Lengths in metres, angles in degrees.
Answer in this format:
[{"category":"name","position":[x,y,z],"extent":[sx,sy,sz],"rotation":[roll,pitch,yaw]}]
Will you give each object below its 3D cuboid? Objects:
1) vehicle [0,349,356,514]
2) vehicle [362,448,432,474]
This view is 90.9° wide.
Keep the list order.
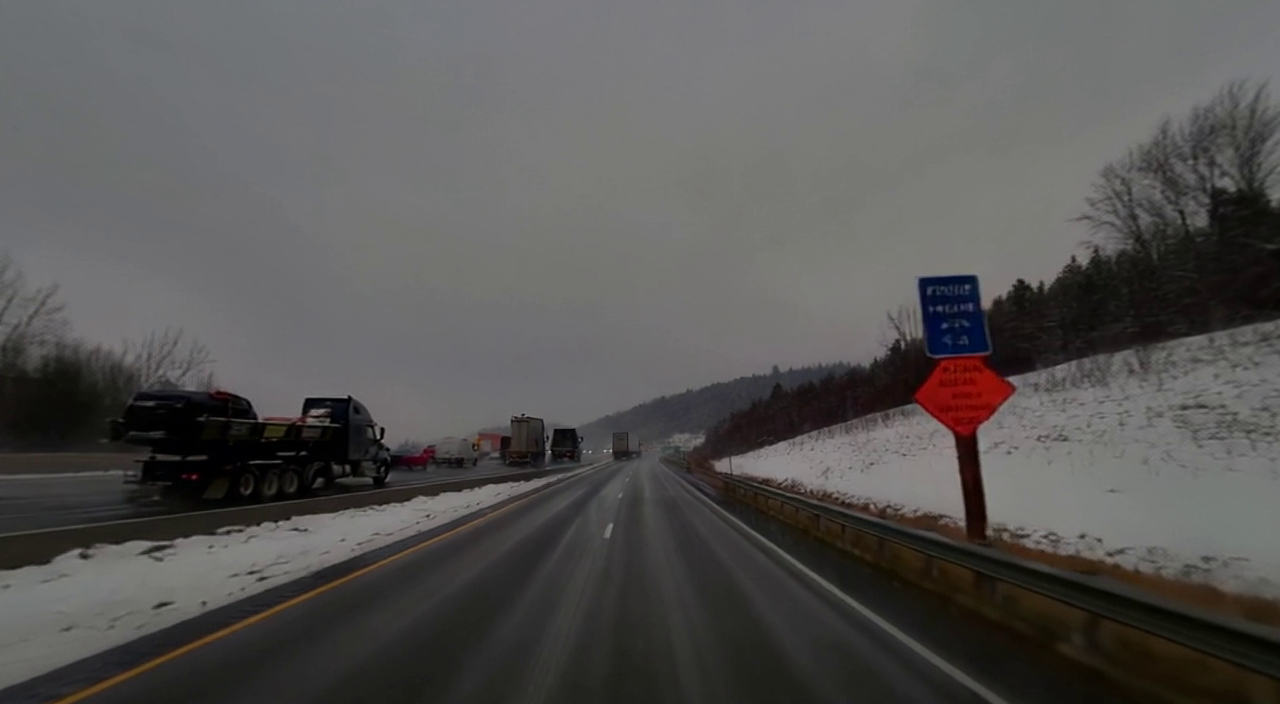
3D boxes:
[{"category":"vehicle","position":[-13.348,2.631,19.698],"extent":[2.745,3.617,11.590],"rotation":[-1,-9,4]},{"category":"vehicle","position":[-14.916,6.720,38.968],"extent":[1.925,1.493,4.864],"rotation":[-1,-9,6]}]
